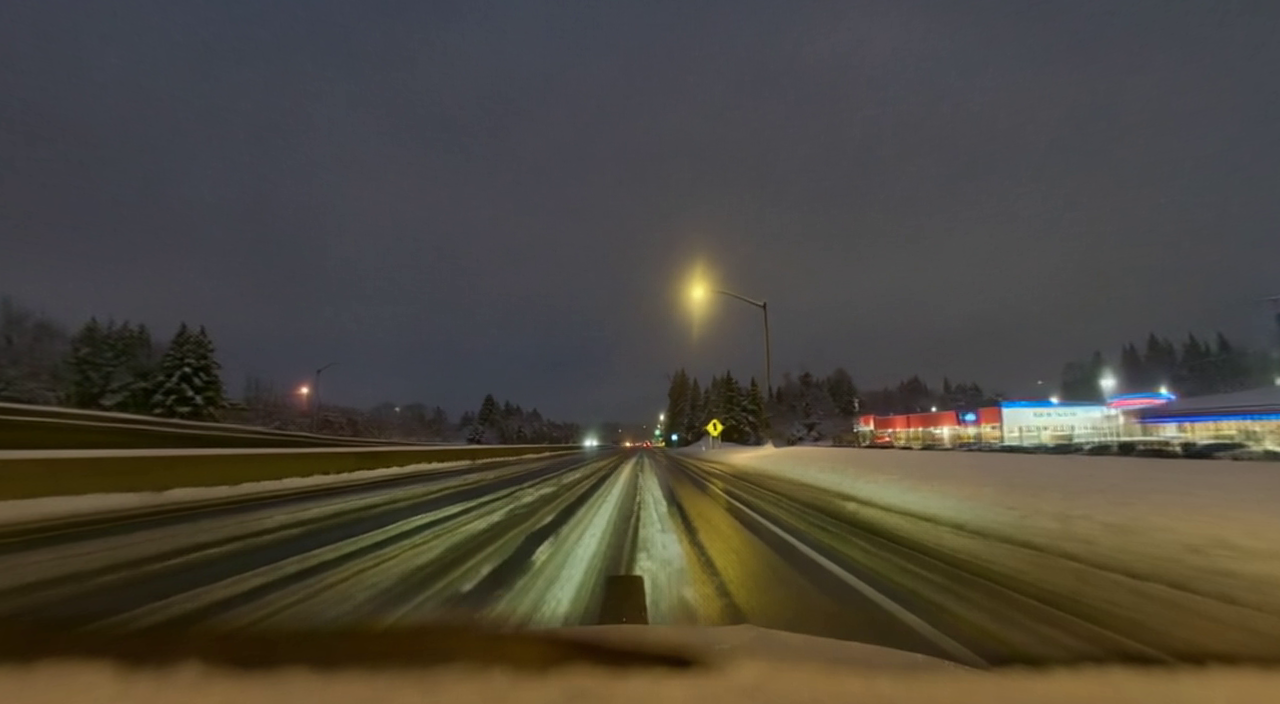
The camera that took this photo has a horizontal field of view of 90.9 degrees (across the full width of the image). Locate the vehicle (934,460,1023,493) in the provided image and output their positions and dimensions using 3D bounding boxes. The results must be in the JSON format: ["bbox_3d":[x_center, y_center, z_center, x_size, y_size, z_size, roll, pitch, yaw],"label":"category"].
[{"bbox_3d":[17.017,6.255,31.813,3.446,1.394,1.733,-3,-8,-1],"label":"vehicle"}]

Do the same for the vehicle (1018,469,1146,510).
[{"bbox_3d":[16.147,5.032,23.149,3.437,1.354,1.595,0,-9,1],"label":"vehicle"}]

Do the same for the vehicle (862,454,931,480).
[{"bbox_3d":[16.237,7.289,40.000,3.645,1.402,1.624,-3,-7,4],"label":"vehicle"}]
